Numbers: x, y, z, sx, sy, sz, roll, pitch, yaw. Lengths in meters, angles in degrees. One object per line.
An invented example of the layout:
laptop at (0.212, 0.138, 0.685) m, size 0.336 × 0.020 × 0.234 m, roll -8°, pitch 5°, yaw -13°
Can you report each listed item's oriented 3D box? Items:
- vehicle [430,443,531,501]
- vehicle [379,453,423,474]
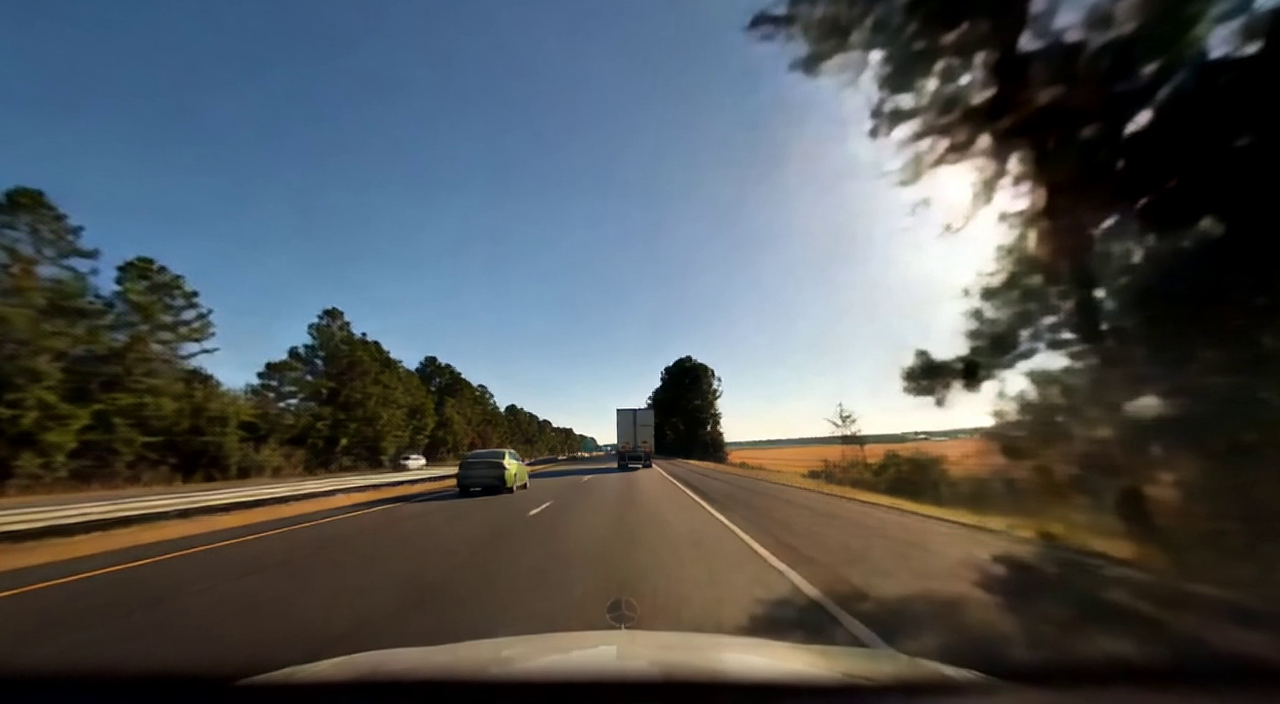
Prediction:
vehicle at (-4.467, 3.414, 18.285) m, size 1.937 × 1.493 × 3.779 m, roll 0°, pitch -9°, yaw 0°
vehicle at (-18.129, 8.458, 48.060) m, size 1.805 × 1.466 × 3.803 m, roll 0°, pitch -9°, yaw 0°
